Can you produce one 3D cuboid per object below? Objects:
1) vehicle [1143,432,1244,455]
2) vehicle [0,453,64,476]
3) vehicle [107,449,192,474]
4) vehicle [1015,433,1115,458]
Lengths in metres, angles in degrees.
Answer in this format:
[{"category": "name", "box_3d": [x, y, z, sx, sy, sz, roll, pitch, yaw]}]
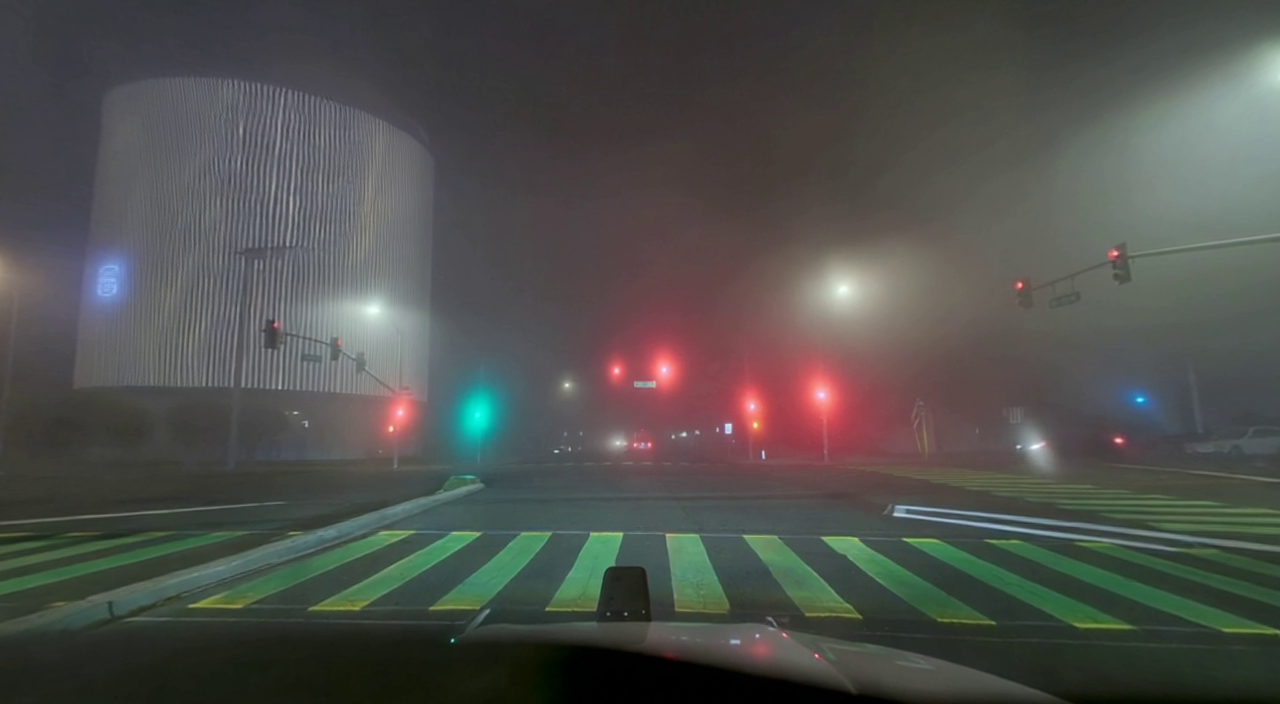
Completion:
[{"category": "vehicle", "box_3d": [36.152, 6.022, 41.259, 4.767, 1.456, 1.858, 0, -8, 2]}, {"category": "vehicle", "box_3d": [-41.738, 7.623, 42.688, 3.698, 1.467, 1.779, 0, -8, 1]}, {"category": "vehicle", "box_3d": [-33.155, 7.397, 42.691, 4.136, 1.661, 1.857, 0, -8, 1]}, {"category": "vehicle", "box_3d": [25.542, 5.628, 37.992, 4.529, 1.457, 1.981, -1, -8, 4]}]
